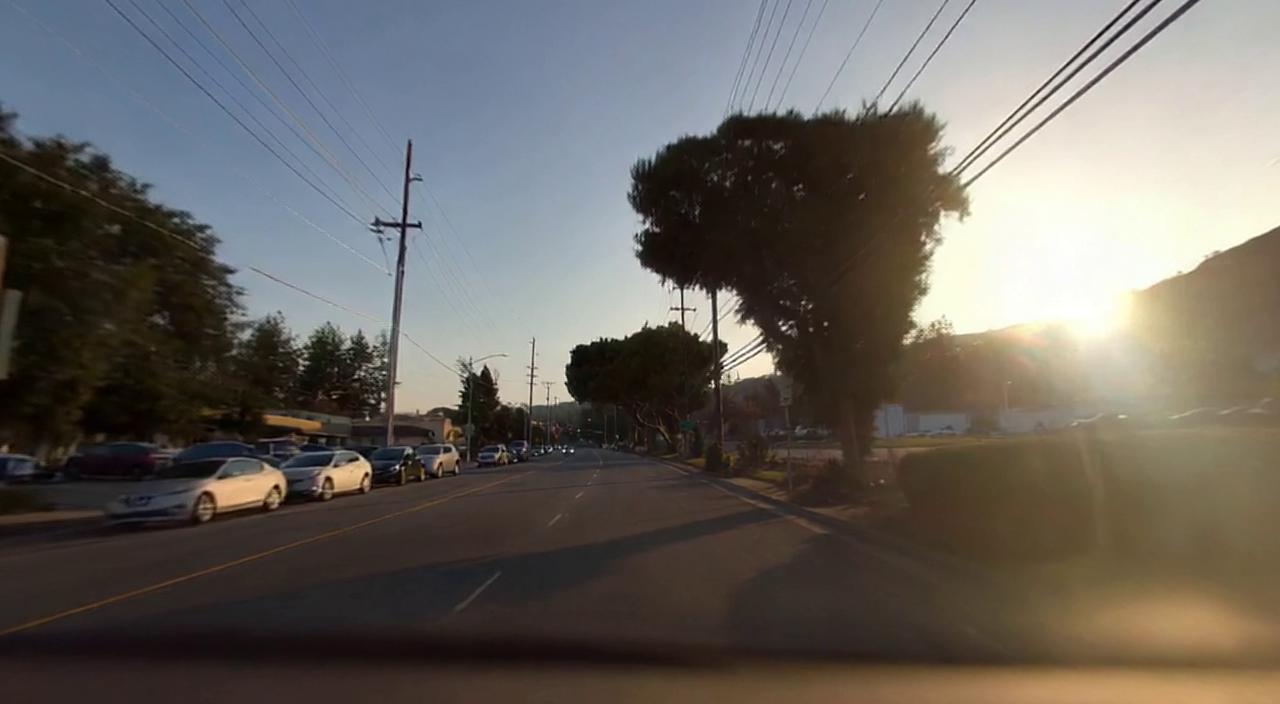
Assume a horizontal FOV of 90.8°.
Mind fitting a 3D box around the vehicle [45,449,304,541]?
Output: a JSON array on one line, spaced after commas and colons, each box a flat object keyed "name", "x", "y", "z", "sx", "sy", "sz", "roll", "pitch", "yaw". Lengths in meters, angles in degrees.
[{"name": "vehicle", "x": -8.957, "y": 2.729, "z": 12.832, "sx": 1.939, "sy": 1.480, "sz": 4.632, "roll": 1, "pitch": -9, "yaw": -4}]

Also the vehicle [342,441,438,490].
[{"name": "vehicle", "x": -9.539, "y": 4.351, "z": 24.545, "sx": 2.027, "sy": 1.719, "sz": 4.575, "roll": 0, "pitch": -9, "yaw": -3}]

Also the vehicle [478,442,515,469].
[{"name": "vehicle", "x": -10.604, "y": 7.697, "z": 47.145, "sx": 2.016, "sy": 1.872, "sz": 5.297, "roll": 1, "pitch": -9, "yaw": -6}]

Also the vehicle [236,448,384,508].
[{"name": "vehicle", "x": -9.216, "y": 3.520, "z": 18.204, "sx": 1.878, "sy": 1.471, "sz": 4.698, "roll": 0, "pitch": -9, "yaw": -2}]
